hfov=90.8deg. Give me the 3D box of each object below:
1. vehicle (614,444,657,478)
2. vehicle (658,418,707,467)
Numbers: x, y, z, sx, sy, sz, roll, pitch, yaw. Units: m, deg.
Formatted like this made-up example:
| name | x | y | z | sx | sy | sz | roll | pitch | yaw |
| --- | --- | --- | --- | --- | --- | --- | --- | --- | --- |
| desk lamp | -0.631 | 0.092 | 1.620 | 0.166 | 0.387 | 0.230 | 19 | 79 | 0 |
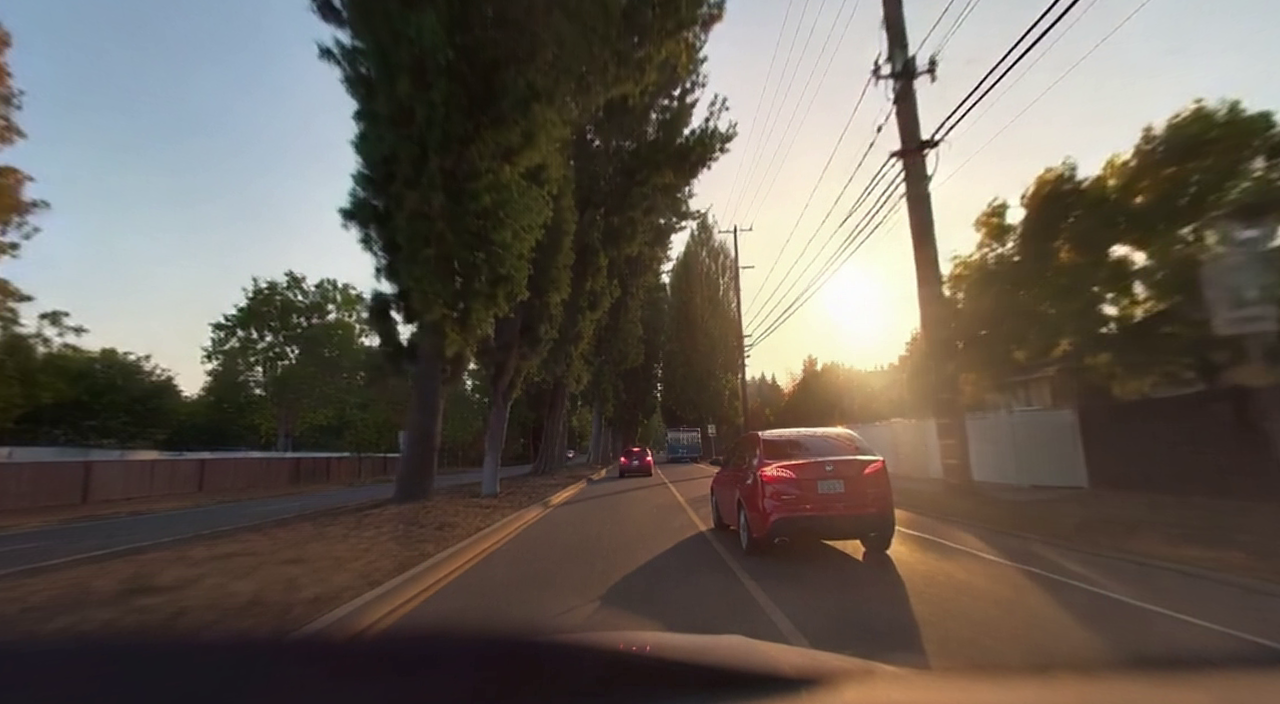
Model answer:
| name | x | y | z | sx | sy | sz | roll | pitch | yaw |
| --- | --- | --- | --- | --- | --- | --- | --- | --- | --- |
| vehicle | -0.197 | 5.346 | 31.267 | 2.018 | 1.511 | 3.993 | 0 | -8 | 0 |
| vehicle | 3.022 | 7.039 | 48.894 | 2.789 | 3.285 | 12.428 | 0 | -8 | -1 |
